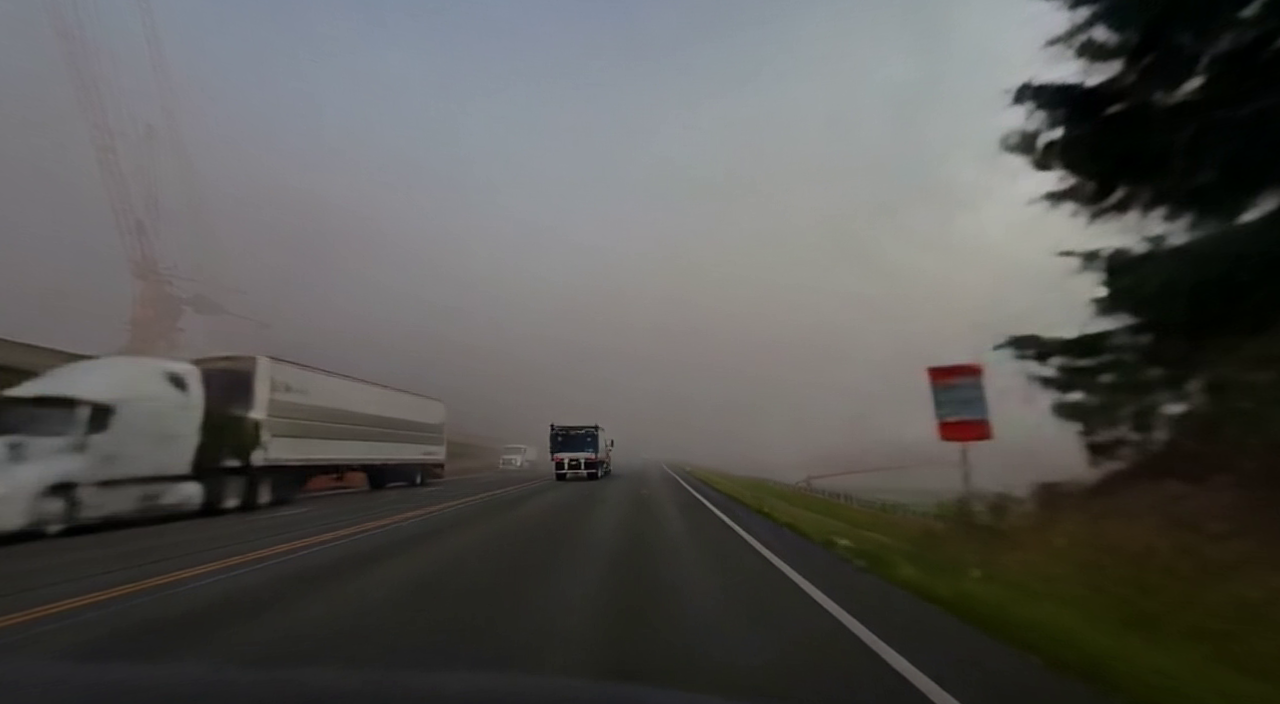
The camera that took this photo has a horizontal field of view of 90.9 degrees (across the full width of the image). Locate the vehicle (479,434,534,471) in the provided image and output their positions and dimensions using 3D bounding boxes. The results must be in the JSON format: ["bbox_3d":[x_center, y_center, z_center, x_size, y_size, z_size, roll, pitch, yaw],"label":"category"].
[{"bbox_3d":[-9.795,7.496,46.896,2.762,2.579,6.099,0,-9,0],"label":"vehicle"}]

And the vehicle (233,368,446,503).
[{"bbox_3d":[-9.991,3.087,22.644,2.813,3.815,9.248,0,-9,1],"label":"vehicle"}]

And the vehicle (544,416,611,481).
[{"bbox_3d":[-2.859,4.700,30.685,2.565,2.771,6.641,0,-9,0],"label":"vehicle"}]

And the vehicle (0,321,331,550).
[{"bbox_3d":[-10.008,1.811,13.211,2.931,3.367,7.777,0,-9,1],"label":"vehicle"}]
